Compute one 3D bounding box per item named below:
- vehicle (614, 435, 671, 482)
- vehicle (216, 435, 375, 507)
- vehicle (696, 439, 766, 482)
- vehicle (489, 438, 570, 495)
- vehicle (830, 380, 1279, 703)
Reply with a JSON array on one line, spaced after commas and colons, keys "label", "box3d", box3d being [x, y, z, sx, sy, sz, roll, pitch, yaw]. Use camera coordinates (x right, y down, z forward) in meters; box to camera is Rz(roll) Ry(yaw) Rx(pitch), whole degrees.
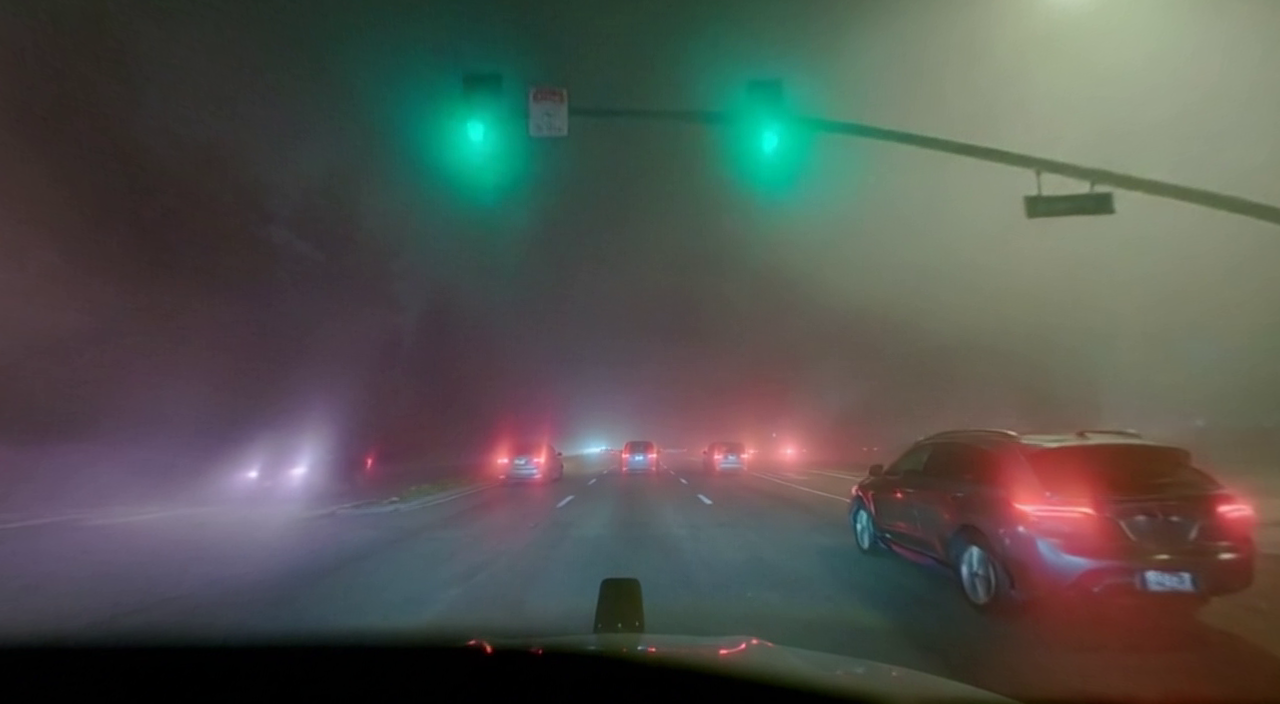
[{"label": "vehicle", "box3d": [0.063, 4.303, 25.794, 2.150, 1.725, 4.096, 0, -8, -1]}, {"label": "vehicle", "box3d": [-9.491, 3.281, 17.909, 2.045, 1.730, 4.375, 0, -8, 0]}, {"label": "vehicle", "box3d": [3.481, 4.251, 24.989, 2.068, 1.541, 4.041, 0, -8, -1]}, {"label": "vehicle", "box3d": [-3.381, 3.566, 20.094, 1.823, 1.602, 4.061, 0, -8, 0]}, {"label": "vehicle", "box3d": [3.457, 1.307, 5.585, 2.069, 1.644, 4.714, 0, -8, 0]}]
